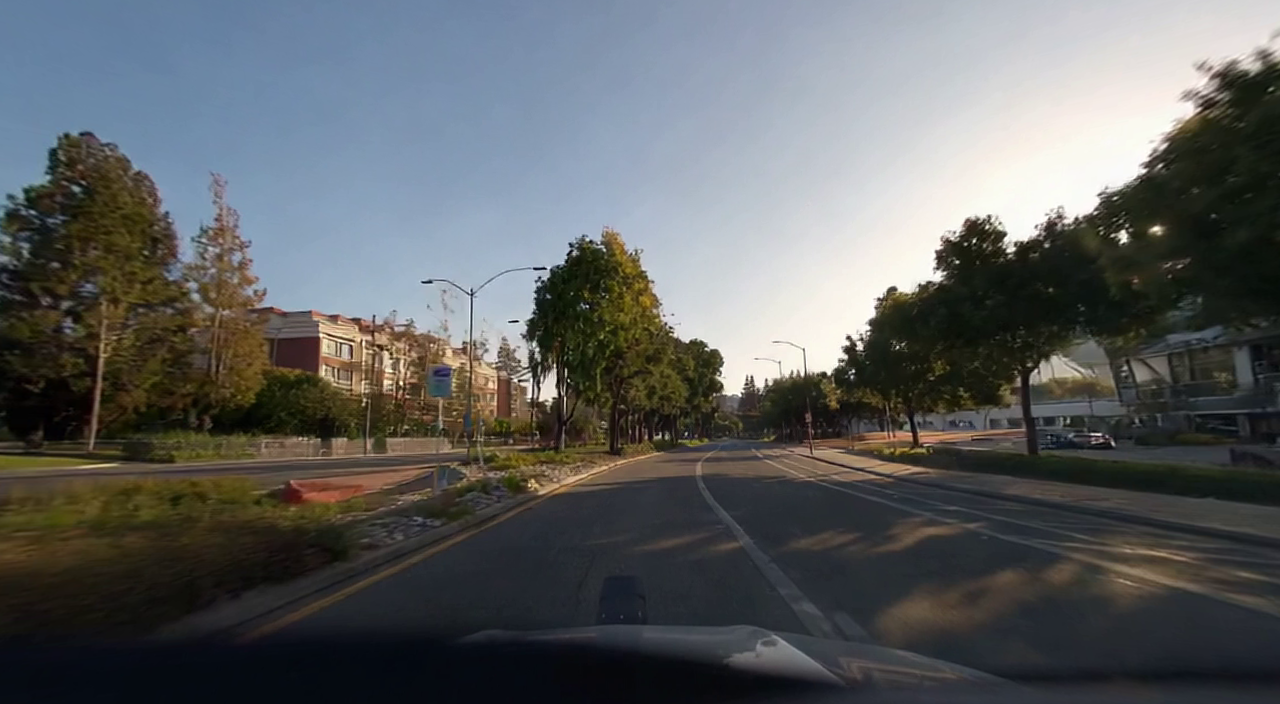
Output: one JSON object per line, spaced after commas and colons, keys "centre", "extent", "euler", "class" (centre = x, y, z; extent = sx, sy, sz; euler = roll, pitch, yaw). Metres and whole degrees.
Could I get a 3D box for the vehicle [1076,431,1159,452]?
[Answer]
{"centre": [33.939, 6.392, 44.994], "extent": [4.329, 1.466, 1.846], "euler": [0, -9, 0], "class": "vehicle"}
